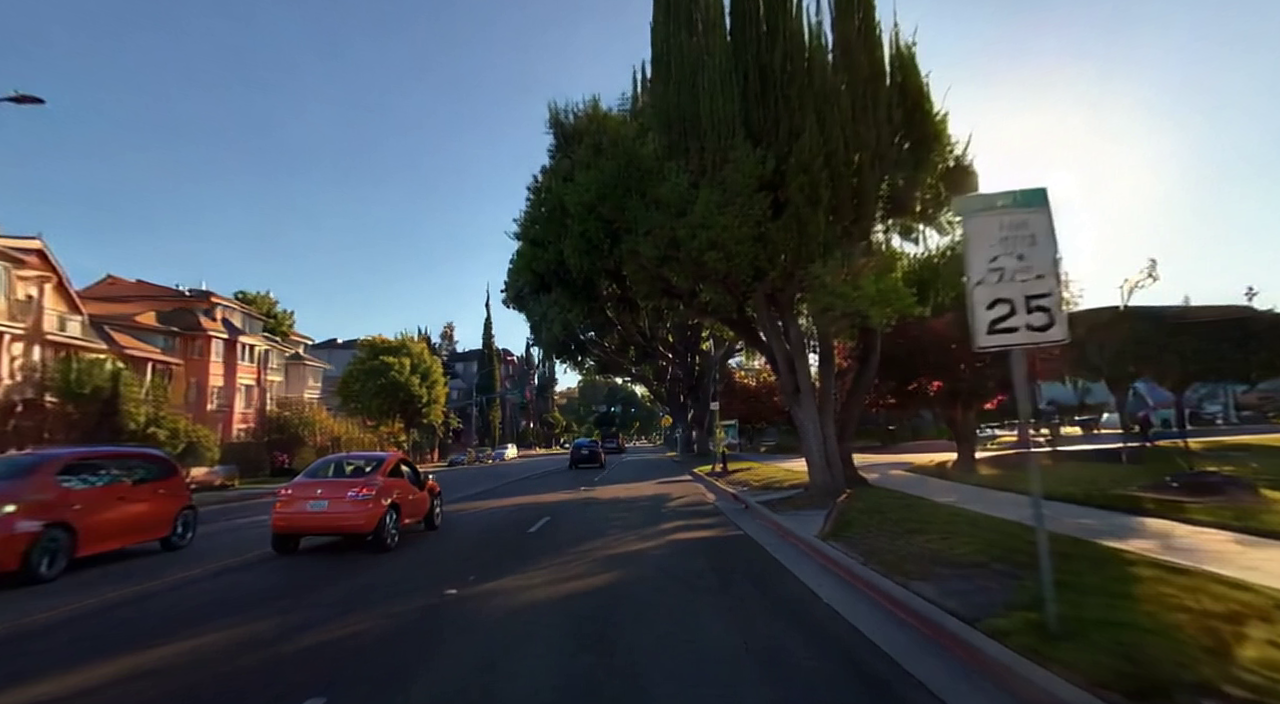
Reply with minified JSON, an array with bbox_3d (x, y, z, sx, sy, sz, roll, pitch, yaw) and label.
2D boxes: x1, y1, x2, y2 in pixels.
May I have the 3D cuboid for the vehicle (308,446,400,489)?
[{"bbox_3d":[-12.537,5.044,27.906,2.106,1.701,4.629,0,-8,-4],"label":"vehicle"}]

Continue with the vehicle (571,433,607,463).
[{"bbox_3d":[-3.199,6.185,40.438,1.908,1.809,4.230,0,-8,1],"label":"vehicle"}]

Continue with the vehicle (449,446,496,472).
[{"bbox_3d":[-12.412,7.938,46.812,2.161,1.781,4.690,-1,-8,1],"label":"vehicle"}]

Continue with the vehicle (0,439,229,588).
[{"bbox_3d":[-9.226,2.385,10.062,2.019,1.907,4.697,-1,-8,1],"label":"vehicle"}]

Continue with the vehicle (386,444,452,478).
[{"bbox_3d":[-12.491,6.152,35.804,2.066,1.785,4.608,0,-8,-1],"label":"vehicle"}]
